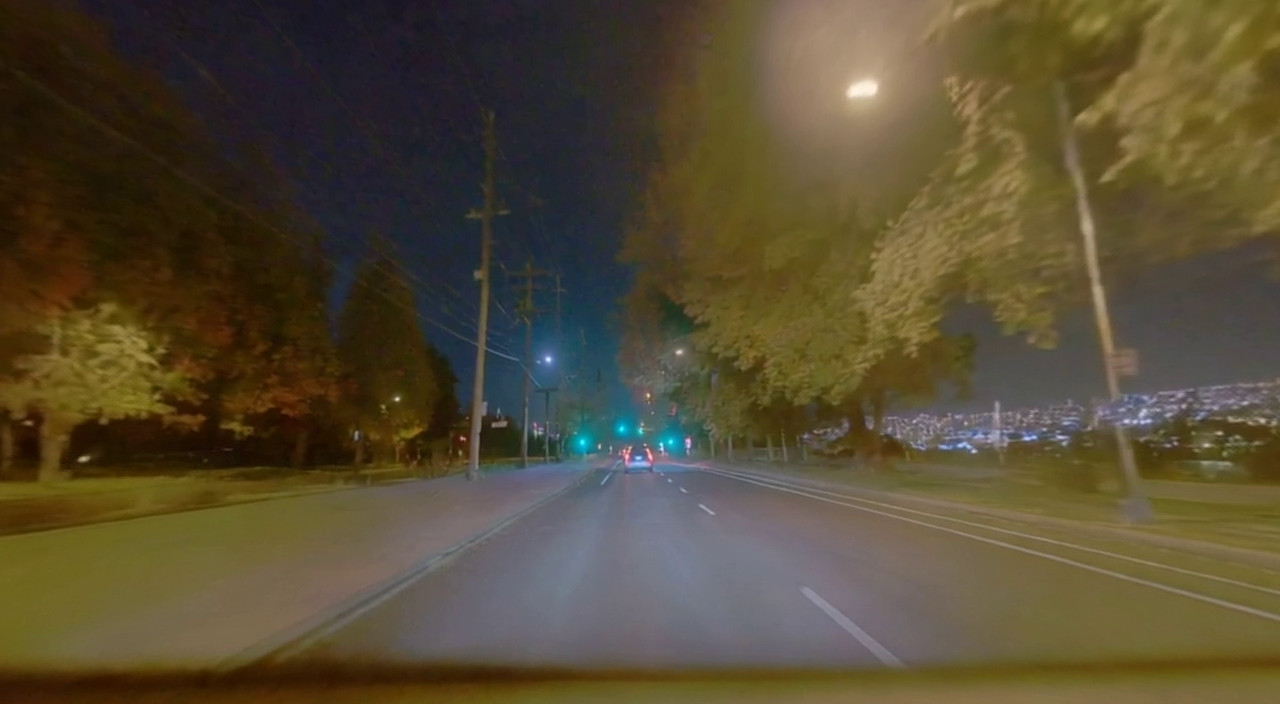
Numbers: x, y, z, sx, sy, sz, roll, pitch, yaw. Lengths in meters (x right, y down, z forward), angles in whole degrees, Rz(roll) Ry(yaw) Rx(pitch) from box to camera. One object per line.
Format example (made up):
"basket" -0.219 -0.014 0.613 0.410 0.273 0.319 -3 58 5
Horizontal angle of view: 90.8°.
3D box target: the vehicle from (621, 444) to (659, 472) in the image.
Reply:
"vehicle" -0.037 6.119 36.718 2.109 1.501 4.042 1 -9 -1
